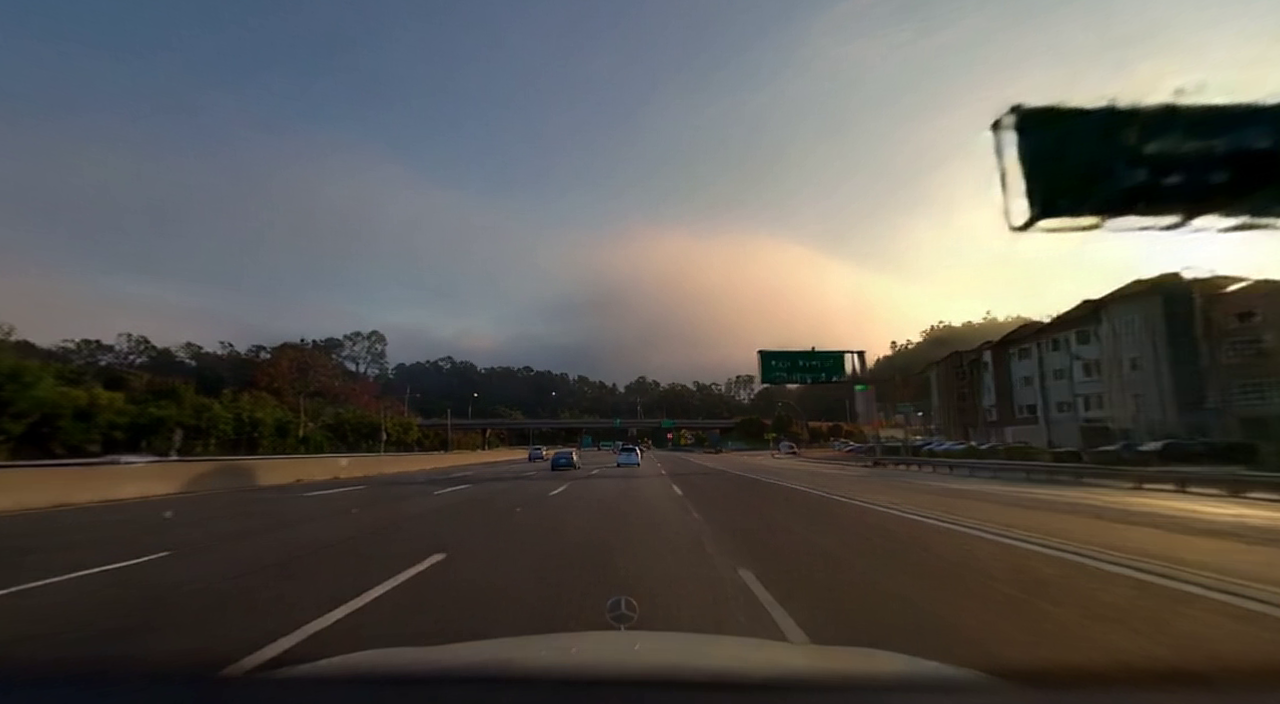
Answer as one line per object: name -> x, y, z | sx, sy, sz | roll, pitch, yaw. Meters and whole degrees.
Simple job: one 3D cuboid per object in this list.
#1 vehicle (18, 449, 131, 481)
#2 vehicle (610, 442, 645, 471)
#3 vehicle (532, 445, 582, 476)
vehicle -> -29.844, 5.949, 33.453 | 1.881, 1.532, 4.469 | 0, -9, -1
vehicle -> -0.763, 6.661, 40.308 | 2.102, 1.692, 4.057 | 0, -9, 1
vehicle -> -4.498, 5.964, 34.926 | 2.071, 1.553, 4.388 | 0, -9, 1
